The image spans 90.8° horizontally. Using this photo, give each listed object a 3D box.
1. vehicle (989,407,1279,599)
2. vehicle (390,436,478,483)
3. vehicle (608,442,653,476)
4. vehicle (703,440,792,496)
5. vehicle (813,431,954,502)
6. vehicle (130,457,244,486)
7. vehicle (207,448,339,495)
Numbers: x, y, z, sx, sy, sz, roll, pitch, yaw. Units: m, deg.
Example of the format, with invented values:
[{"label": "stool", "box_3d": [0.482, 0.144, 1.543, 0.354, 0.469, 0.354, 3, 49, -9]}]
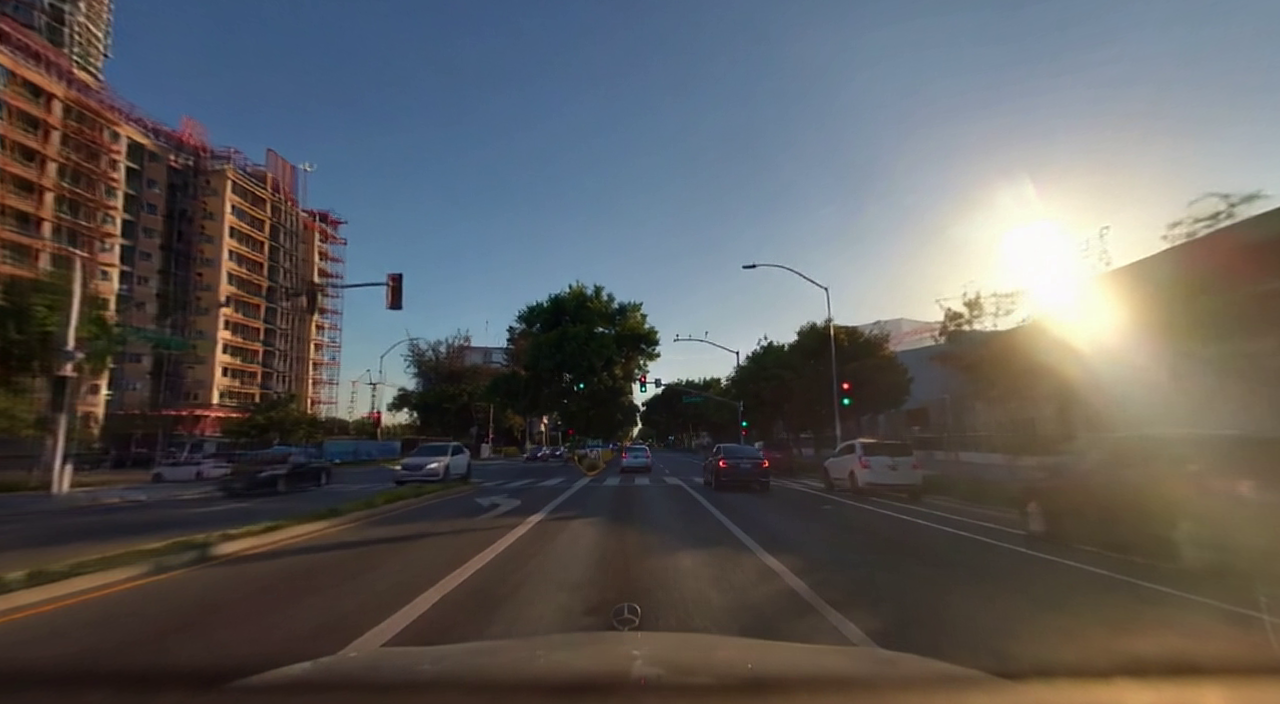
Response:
[{"label": "vehicle", "box_3d": [7.349, 1.775, 8.215, 2.317, 1.852, 5.530, 0, -9, -2]}, {"label": "vehicle", "box_3d": [-8.366, 4.403, 26.179, 2.115, 1.723, 4.698, 0, -9, 0]}, {"label": "vehicle", "box_3d": [-0.442, 5.040, 30.045, 2.006, 1.487, 3.535, 0, -9, 0]}, {"label": "vehicle", "box_3d": [3.097, 3.418, 19.042, 1.910, 1.474, 4.003, 0, -9, -1]}, {"label": "vehicle", "box_3d": [7.185, 3.425, 19.453, 2.125, 1.838, 5.555, 0, -9, 0]}, {"label": "vehicle", "box_3d": [-24.364, 6.411, 34.102, 4.575, 1.414, 1.895, 0, -9, -5]}, {"label": "vehicle", "box_3d": [-12.629, 4.101, 22.142, 1.943, 1.473, 4.463, 0, -9, 0]}]
